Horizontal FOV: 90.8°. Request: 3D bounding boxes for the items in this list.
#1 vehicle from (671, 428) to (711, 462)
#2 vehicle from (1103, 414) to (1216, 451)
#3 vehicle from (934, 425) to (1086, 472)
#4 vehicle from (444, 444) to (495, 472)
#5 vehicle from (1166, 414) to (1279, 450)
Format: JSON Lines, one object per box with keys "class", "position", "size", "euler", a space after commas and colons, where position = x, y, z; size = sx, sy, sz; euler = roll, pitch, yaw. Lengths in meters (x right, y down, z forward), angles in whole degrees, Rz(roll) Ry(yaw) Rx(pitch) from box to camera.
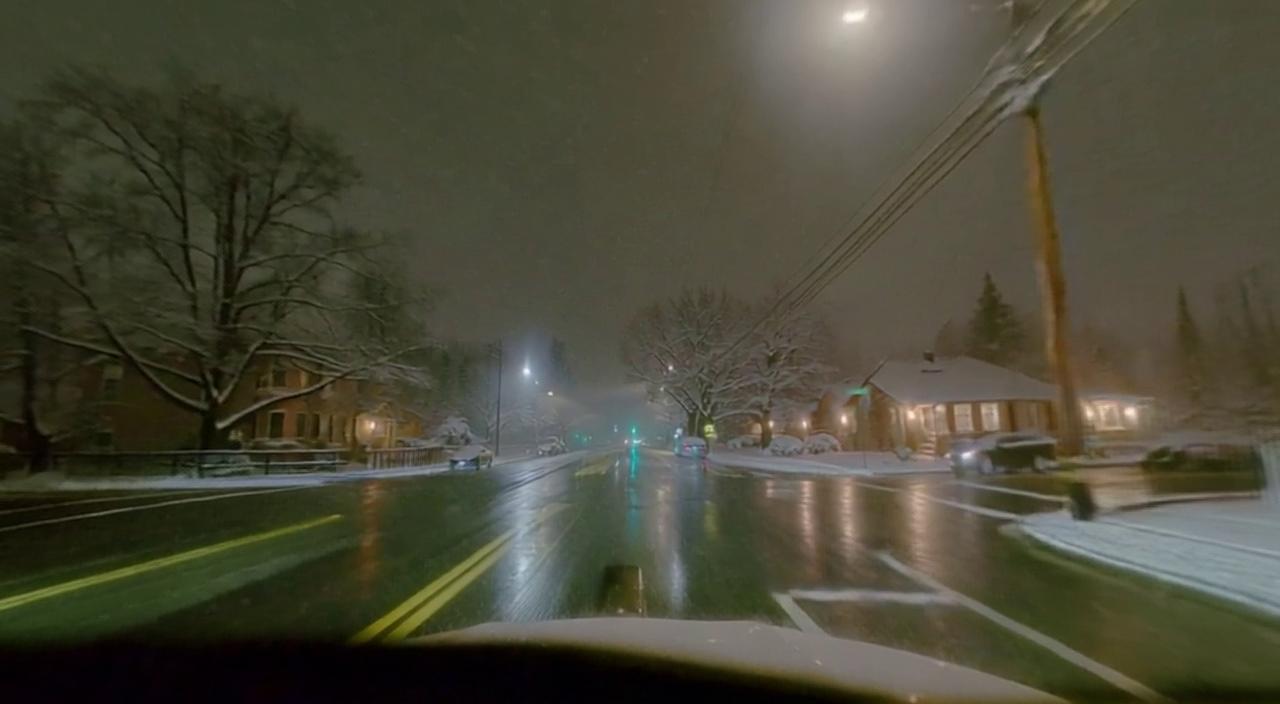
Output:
{"class": "vehicle", "position": [3.660, 6.844, 46.639], "size": [2.504, 2.114, 6.073], "euler": [5, -8, 3]}
{"class": "vehicle", "position": [26.973, 4.222, 33.013], "size": [2.000, 1.773, 4.469], "euler": [0, -8, -1]}
{"class": "vehicle", "position": [14.308, 3.754, 24.678], "size": [4.635, 1.706, 1.954], "euler": [-1, -8, 2]}
{"class": "vehicle", "position": [-11.038, 6.865, 41.287], "size": [2.049, 1.527, 4.677], "euler": [-4, -8, -1]}
{"class": "vehicle", "position": [29.872, 4.140, 32.582], "size": [1.918, 1.717, 4.112], "euler": [-1, -8, 2]}
